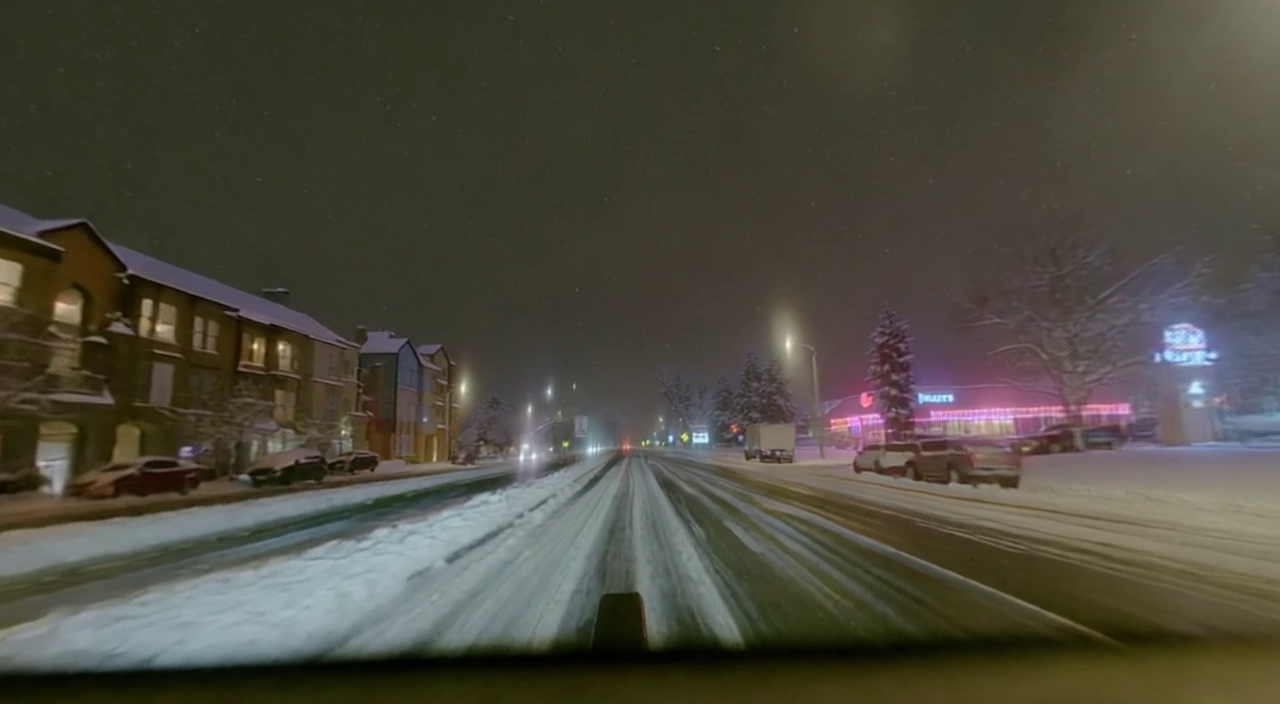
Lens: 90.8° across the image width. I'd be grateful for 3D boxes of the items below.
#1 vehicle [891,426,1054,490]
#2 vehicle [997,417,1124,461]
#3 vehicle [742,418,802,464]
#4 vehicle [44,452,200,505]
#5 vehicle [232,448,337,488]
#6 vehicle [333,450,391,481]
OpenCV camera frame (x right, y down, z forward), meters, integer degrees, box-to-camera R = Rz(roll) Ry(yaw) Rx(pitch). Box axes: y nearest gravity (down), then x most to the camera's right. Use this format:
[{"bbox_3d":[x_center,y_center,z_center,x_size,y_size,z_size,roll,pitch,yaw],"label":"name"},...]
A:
[{"bbox_3d":[10.048,3.247,19.704,2.183,1.698,5.010,1,-8,-2],"label":"vehicle"},{"bbox_3d":[19.244,4.050,29.304,2.067,1.804,5.183,0,-8,-3],"label":"vehicle"},{"bbox_3d":[9.756,6.707,47.514,2.917,3.205,6.985,0,-8,-1],"label":"vehicle"},{"bbox_3d":[-19.119,4.633,23.659,2.167,1.700,4.406,0,-8,-2],"label":"vehicle"},{"bbox_3d":[-19.189,6.239,34.503,2.247,1.820,5.907,-4,-8,2],"label":"vehicle"},{"bbox_3d":[-19.376,7.882,44.284,2.042,1.773,4.914,-4,-8,-2],"label":"vehicle"}]
